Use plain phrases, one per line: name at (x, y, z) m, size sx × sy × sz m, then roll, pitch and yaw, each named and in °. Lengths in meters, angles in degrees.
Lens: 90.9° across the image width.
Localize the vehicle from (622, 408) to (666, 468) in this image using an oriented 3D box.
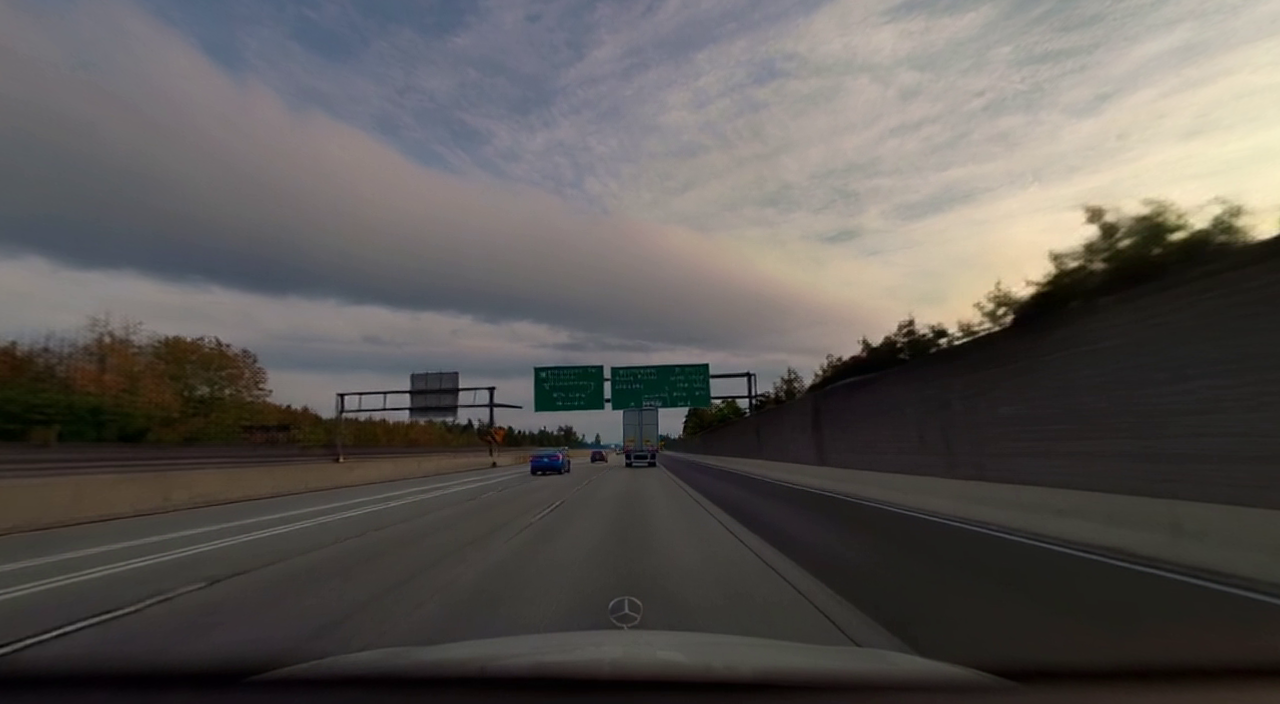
vehicle at (0.339, 6.631, 48.079) m, size 2.980 × 4.051 × 10.359 m, roll 0°, pitch -9°, yaw 1°

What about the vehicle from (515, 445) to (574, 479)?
vehicle at (-4.411, 5.159, 29.845) m, size 1.977 × 1.478 × 4.702 m, roll 0°, pitch -9°, yaw 1°
